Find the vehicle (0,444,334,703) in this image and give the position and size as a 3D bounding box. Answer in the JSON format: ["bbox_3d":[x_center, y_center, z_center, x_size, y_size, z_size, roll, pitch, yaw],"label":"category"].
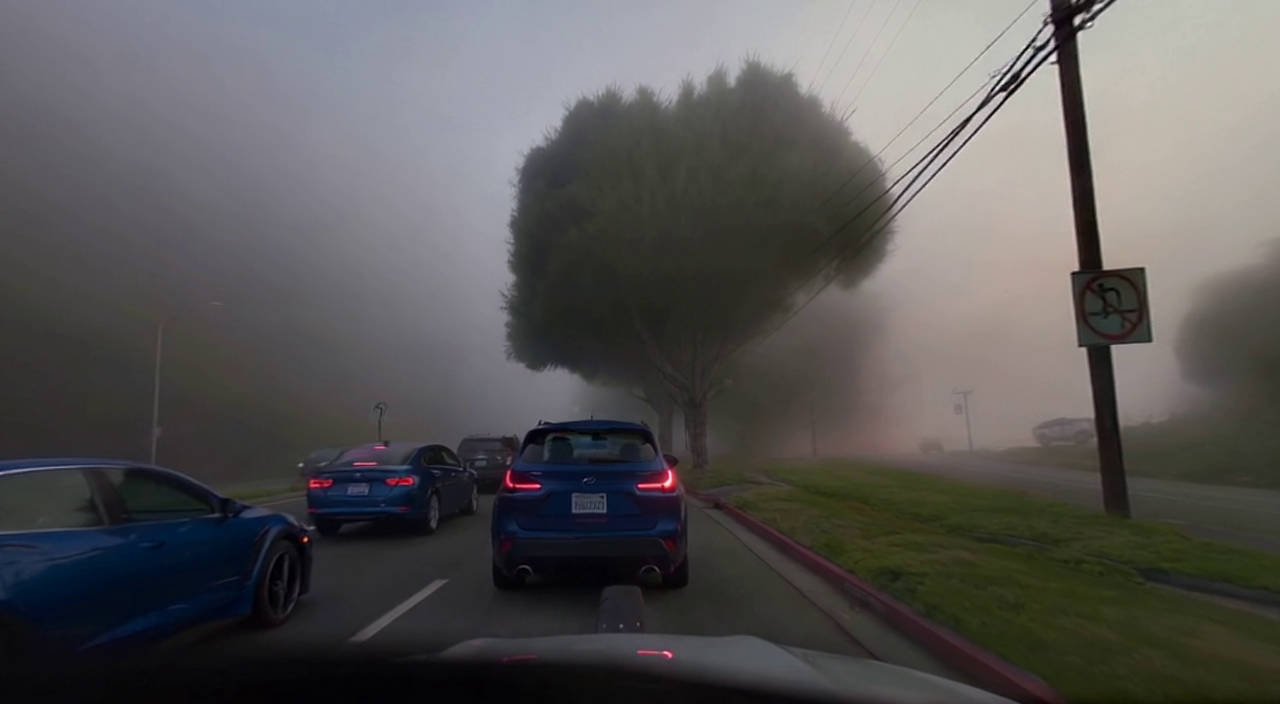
[{"bbox_3d":[-3.759,1.175,3.491,1.865,1.314,4.461,0,-8,1],"label":"vehicle"}]

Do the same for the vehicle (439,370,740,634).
[{"bbox_3d":[-0.307,1.289,6.274,2.012,1.769,3.897,0,-8,1],"label":"vehicle"}]

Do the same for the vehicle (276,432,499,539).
[{"bbox_3d":[-4.052,2.207,11.151,2.087,1.485,4.452,0,-8,0],"label":"vehicle"}]
